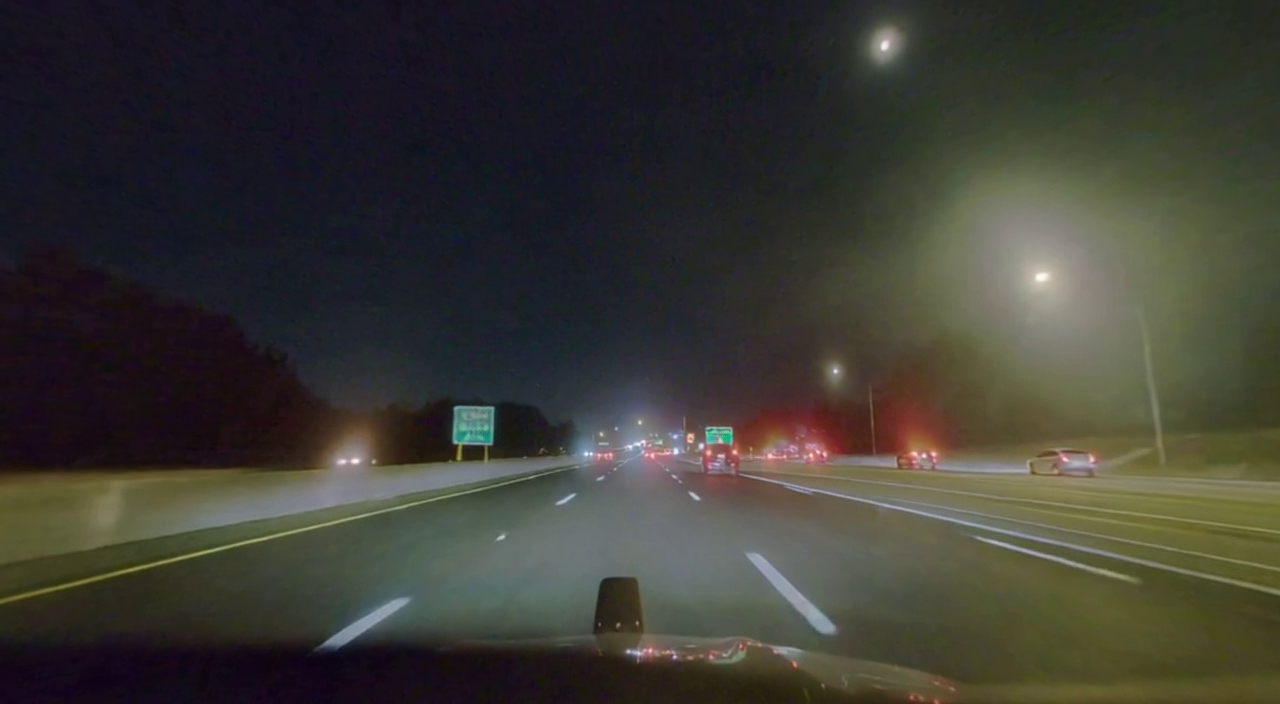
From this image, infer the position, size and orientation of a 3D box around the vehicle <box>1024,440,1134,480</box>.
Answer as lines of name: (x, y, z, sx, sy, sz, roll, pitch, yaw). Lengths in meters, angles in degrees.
vehicle: (21.082, 5.195, 30.526, 2.116, 1.754, 4.727, 0, -9, 3)

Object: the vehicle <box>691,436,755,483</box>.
vehicle: (3.401, 4.524, 26.812, 2.147, 1.794, 4.538, 0, -9, 0)
